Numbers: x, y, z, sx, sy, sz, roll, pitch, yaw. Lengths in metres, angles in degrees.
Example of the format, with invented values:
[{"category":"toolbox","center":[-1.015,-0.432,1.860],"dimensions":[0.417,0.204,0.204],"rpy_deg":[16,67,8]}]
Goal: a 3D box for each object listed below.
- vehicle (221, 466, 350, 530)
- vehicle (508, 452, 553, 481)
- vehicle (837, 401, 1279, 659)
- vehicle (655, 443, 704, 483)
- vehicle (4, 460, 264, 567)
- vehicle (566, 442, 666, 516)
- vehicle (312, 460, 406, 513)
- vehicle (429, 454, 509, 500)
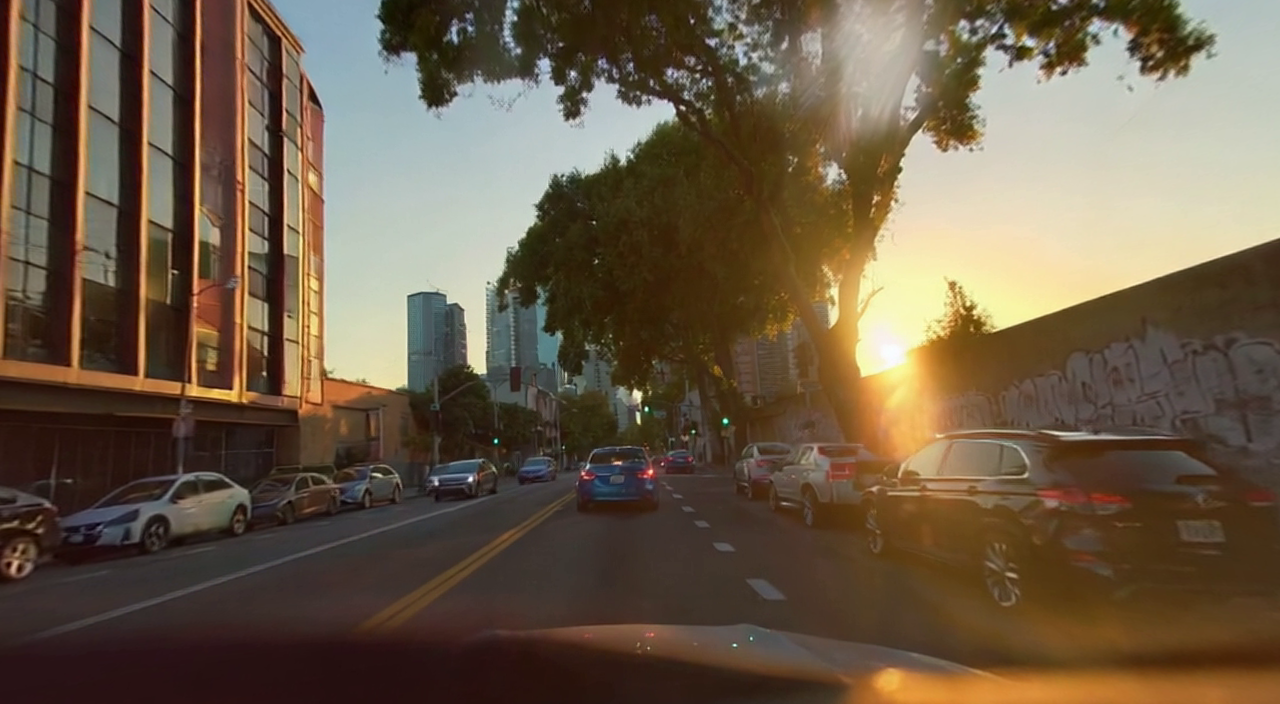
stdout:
[{"category":"vehicle","center":[-10.956,4.492,19.924],"dimensions":[1.741,1.506,4.370],"rpy_deg":[-4,-8,-3]},{"category":"vehicle","center":[-7.023,7.412,41.121],"dimensions":[2.147,1.747,4.409],"rpy_deg":[0,-8,0]},{"category":"vehicle","center":[4.217,1.647,7.190],"dimensions":[2.097,1.811,5.230],"rpy_deg":[0,-8,-2]},{"category":"vehicle","center":[1.820,5.296,30.420],"dimensions":[2.207,1.761,4.292],"rpy_deg":[0,-8,1]},{"category":"vehicle","center":[-10.923,3.440,14.234],"dimensions":[2.276,1.741,4.439],"rpy_deg":[-4,-8,-1]},{"category":"vehicle","center":[-0.529,3.082,15.907],"dimensions":[2.166,1.579,4.300],"rpy_deg":[0,-8,0]},{"category":"vehicle","center":[-11.067,5.259,25.199],"dimensions":[1.822,1.639,4.144],"rpy_deg":[-6,-8,0]},{"category":"vehicle","center":[-6.615,4.858,24.929],"dimensions":[1.906,1.445,4.490],"rpy_deg":[-4,-8,0]}]
